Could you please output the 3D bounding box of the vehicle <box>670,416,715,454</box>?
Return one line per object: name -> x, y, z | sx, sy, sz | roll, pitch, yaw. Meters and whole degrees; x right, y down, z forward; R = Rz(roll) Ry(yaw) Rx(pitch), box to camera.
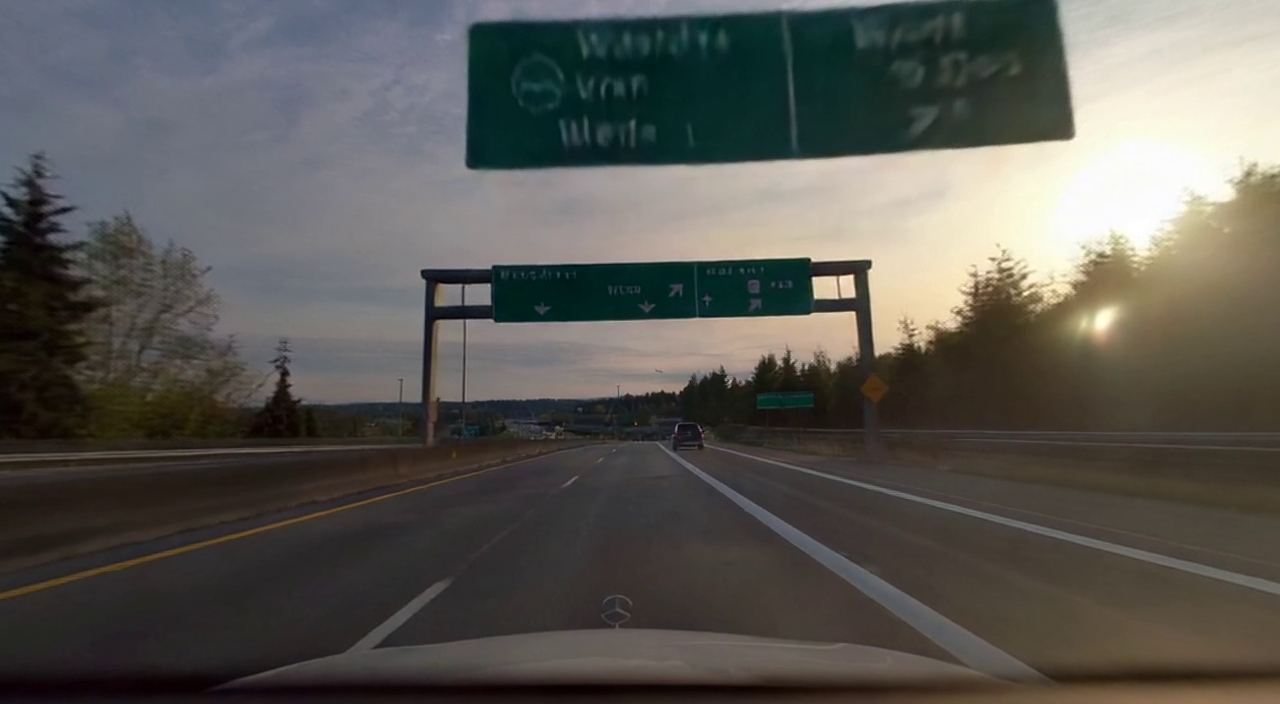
vehicle -> 3.367, 5.459, 41.306 | 2.450, 2.314, 4.753 | 0, -8, -1
